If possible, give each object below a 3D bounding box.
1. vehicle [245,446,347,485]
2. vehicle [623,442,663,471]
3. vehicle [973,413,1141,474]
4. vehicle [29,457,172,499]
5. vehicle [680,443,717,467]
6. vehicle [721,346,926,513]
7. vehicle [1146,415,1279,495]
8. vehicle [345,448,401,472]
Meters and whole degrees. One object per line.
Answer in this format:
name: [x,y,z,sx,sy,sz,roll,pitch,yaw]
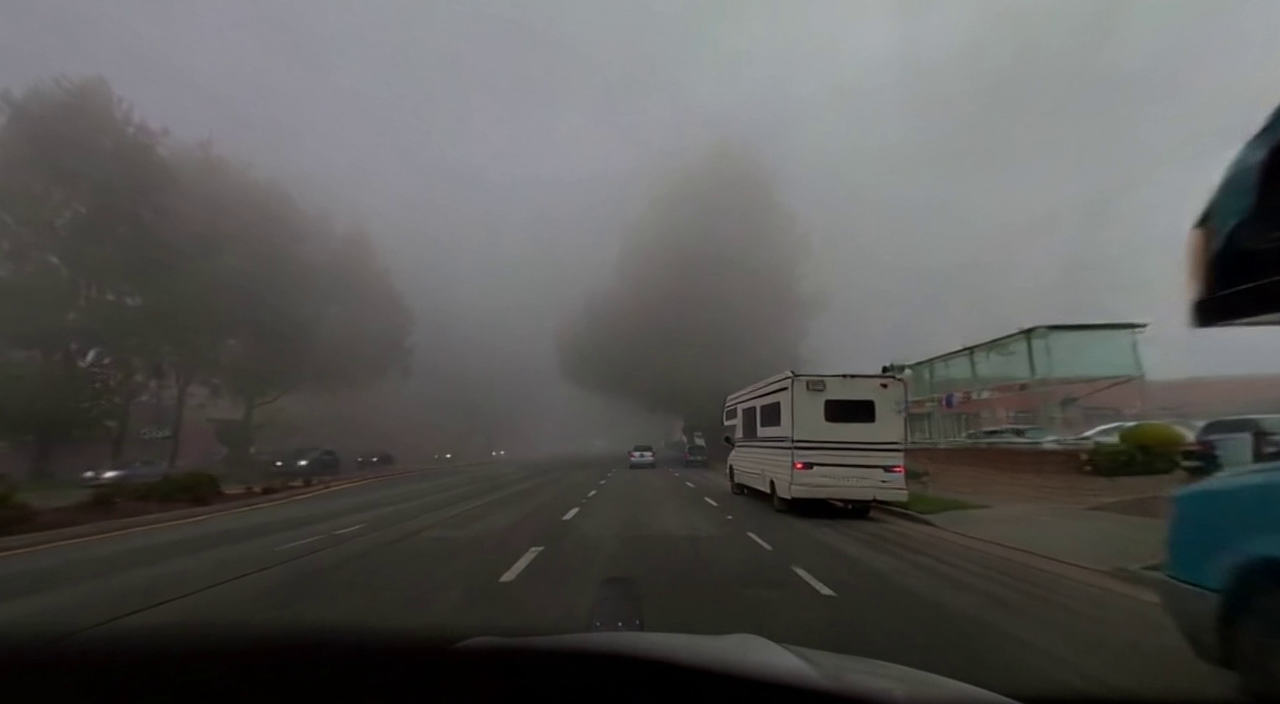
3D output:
vehicle: [-14.740,4.850,27.356,2.028,1.535,4.217,0,-9,0]
vehicle: [0.125,5.851,35.425,2.103,1.506,4.742,0,-9,-1]
vehicle: [13.925,3.136,21.454,4.312,1.647,1.921,-8,-10,23]
vehicle: [-20.793,4.841,24.644,1.796,1.445,4.236,0,-9,0]
vehicle: [4.127,7.346,45.270,2.060,1.611,4.675,0,-9,-1]
vehicle: [4.072,2.132,16.337,2.924,3.250,7.780,-1,-9,0]
vehicle: [13.160,2.042,12.654,4.140,1.465,2.072,-1,-9,3]
vehicle: [-17.931,7.289,42.675,1.889,1.507,4.388,0,-9,0]
